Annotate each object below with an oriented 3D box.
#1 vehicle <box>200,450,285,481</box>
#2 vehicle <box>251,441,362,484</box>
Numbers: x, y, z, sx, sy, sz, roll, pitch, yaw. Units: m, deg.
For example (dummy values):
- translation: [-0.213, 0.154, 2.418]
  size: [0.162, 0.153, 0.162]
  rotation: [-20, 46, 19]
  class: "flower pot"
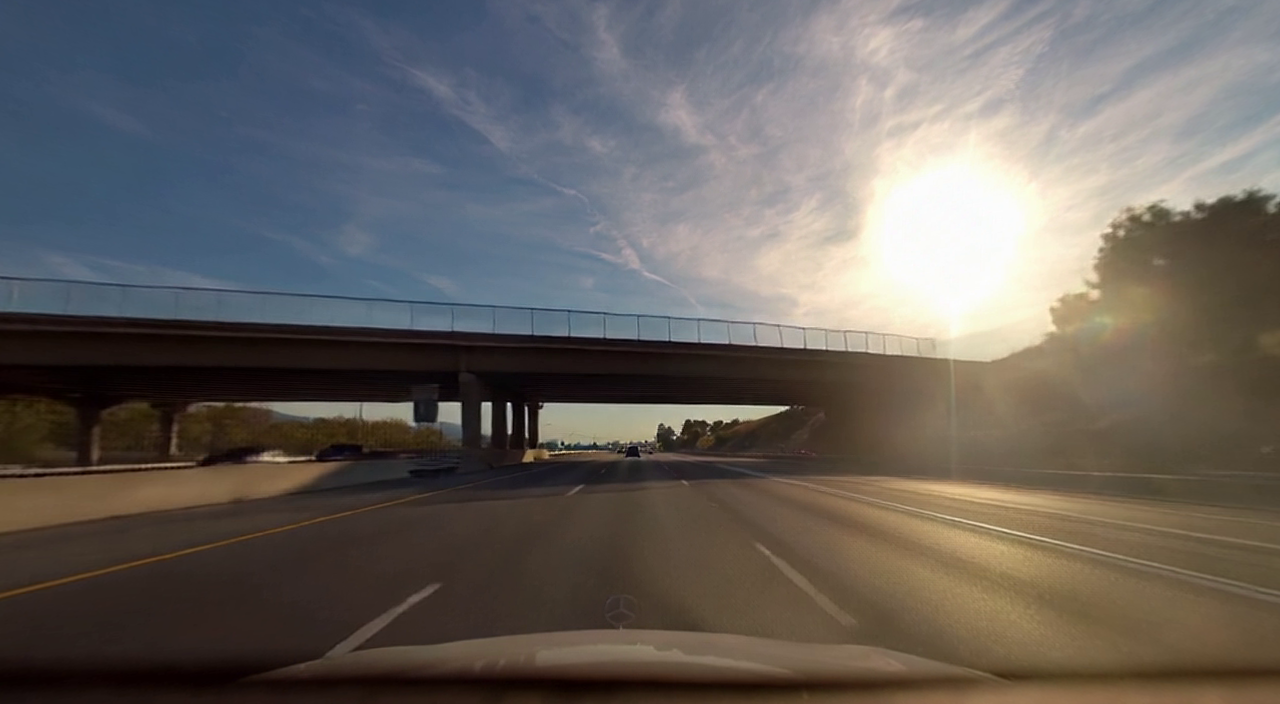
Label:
- translation: [-23.395, 6.652, 37.412]
  size: [2.055, 1.699, 4.683]
  rotation: [0, -9, -1]
  class: "vehicle"
- translation: [-13.226, 4.388, 25.452]
  size: [1.929, 1.532, 4.743]
  rotation: [0, -9, 0]
  class: "vehicle"
